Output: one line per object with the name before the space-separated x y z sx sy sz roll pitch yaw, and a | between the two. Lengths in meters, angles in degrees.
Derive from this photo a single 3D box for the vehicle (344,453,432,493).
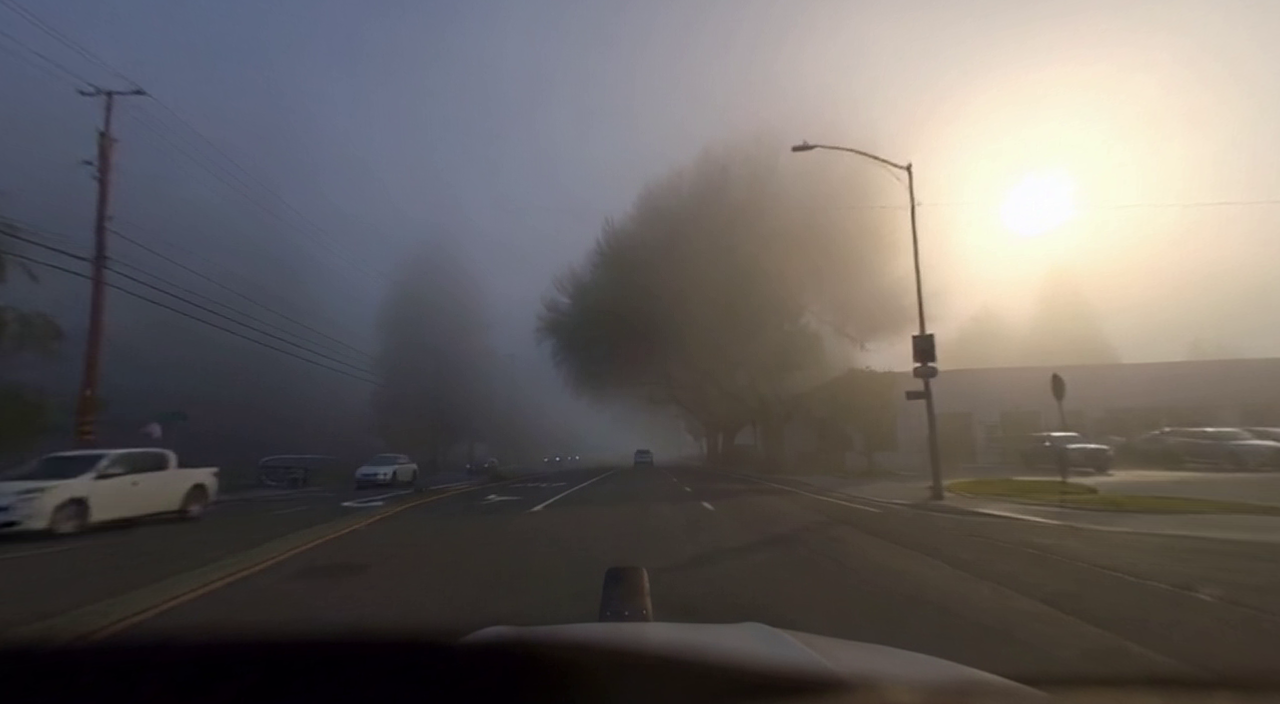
vehicle | -10.787 5.190 27.328 1.873 1.516 4.339 -1 -8 2

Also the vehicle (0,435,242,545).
vehicle | -10.737 2.666 12.923 2.000 1.817 4.624 0 -8 1

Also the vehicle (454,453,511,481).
vehicle | -9.648 7.077 39.072 2.084 1.517 5.096 -1 -8 2

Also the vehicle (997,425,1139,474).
vehicle | 17.107 3.975 25.599 2.021 1.753 4.941 -1 -9 -3

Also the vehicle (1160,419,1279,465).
vehicle | 24.457 3.767 26.017 1.996 1.723 4.576 0 -10 -1
